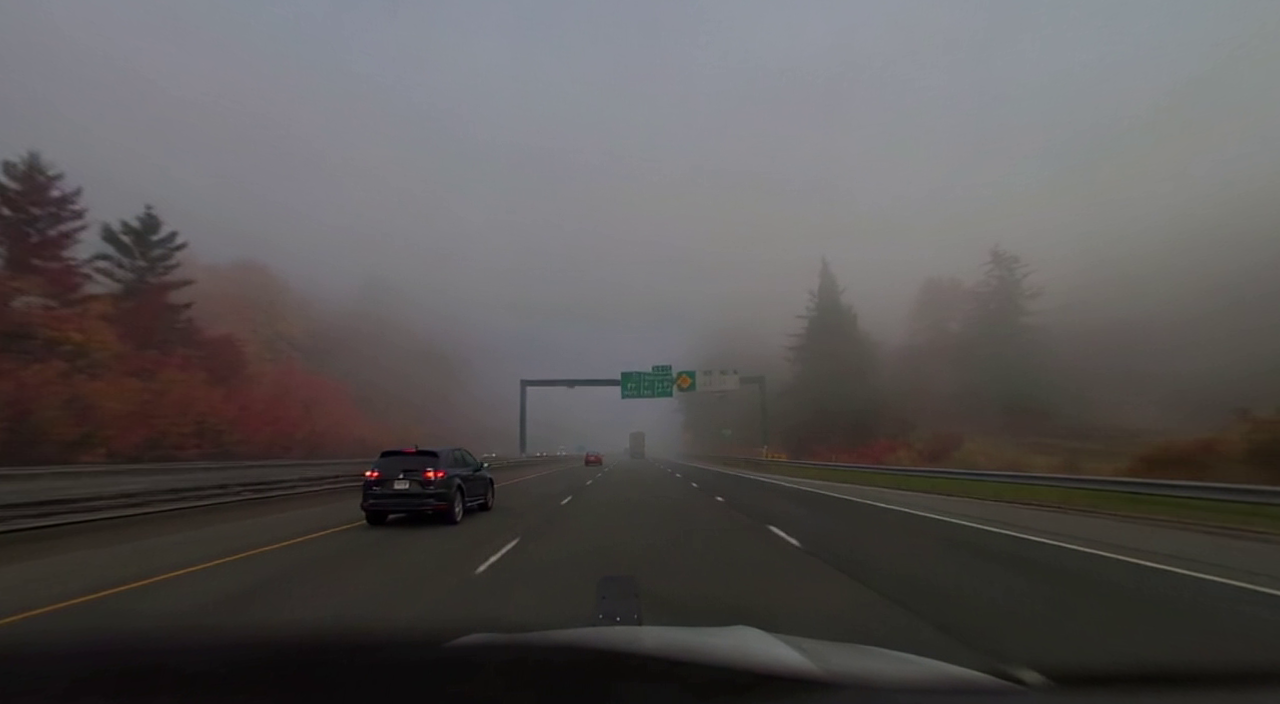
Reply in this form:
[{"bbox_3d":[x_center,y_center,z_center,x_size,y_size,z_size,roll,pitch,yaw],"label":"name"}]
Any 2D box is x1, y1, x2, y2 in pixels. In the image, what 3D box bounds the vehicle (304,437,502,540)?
[{"bbox_3d":[-4.035,2.387,11.565,2.071,1.525,4.058,0,-9,0],"label":"vehicle"}]
